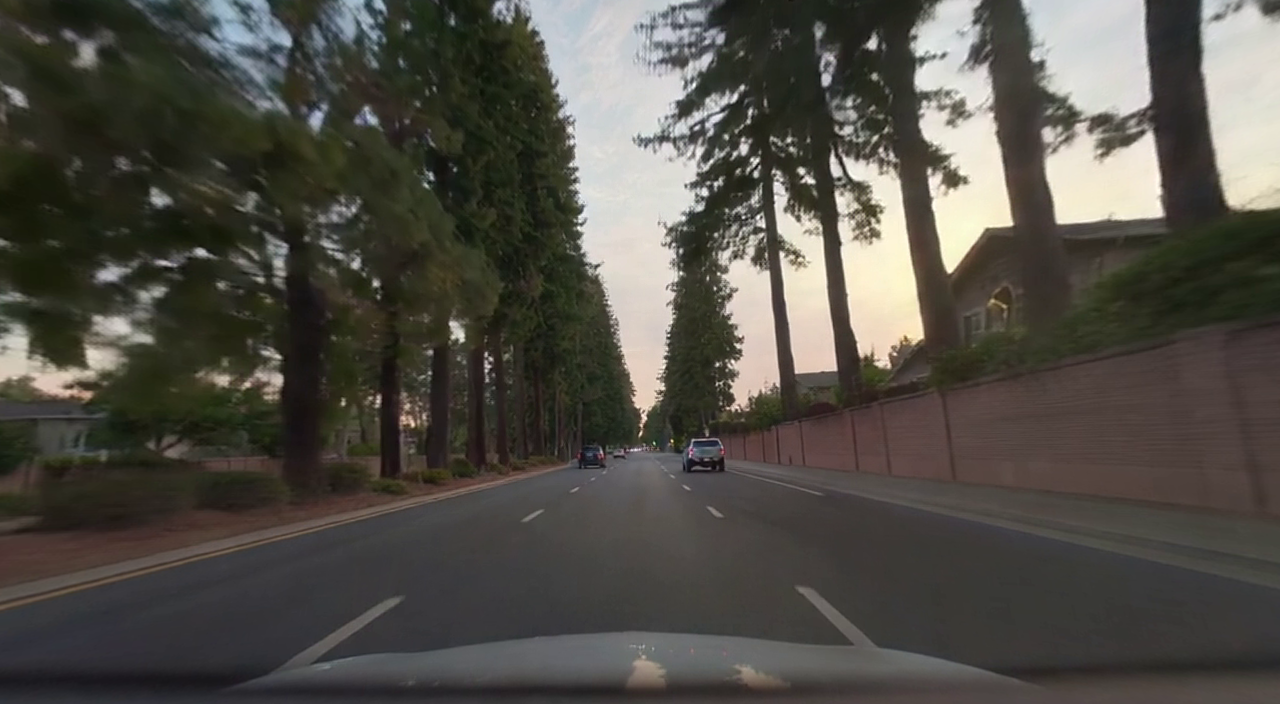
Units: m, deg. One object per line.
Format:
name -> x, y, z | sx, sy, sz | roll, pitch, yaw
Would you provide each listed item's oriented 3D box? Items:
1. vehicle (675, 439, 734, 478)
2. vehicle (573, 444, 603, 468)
vehicle -> 3.003, 5.129, 30.595 | 2.321, 1.695, 5.037 | 0, -8, 0
vehicle -> -3.992, 8.153, 49.489 | 2.002, 1.747, 4.728 | 0, -8, -1
